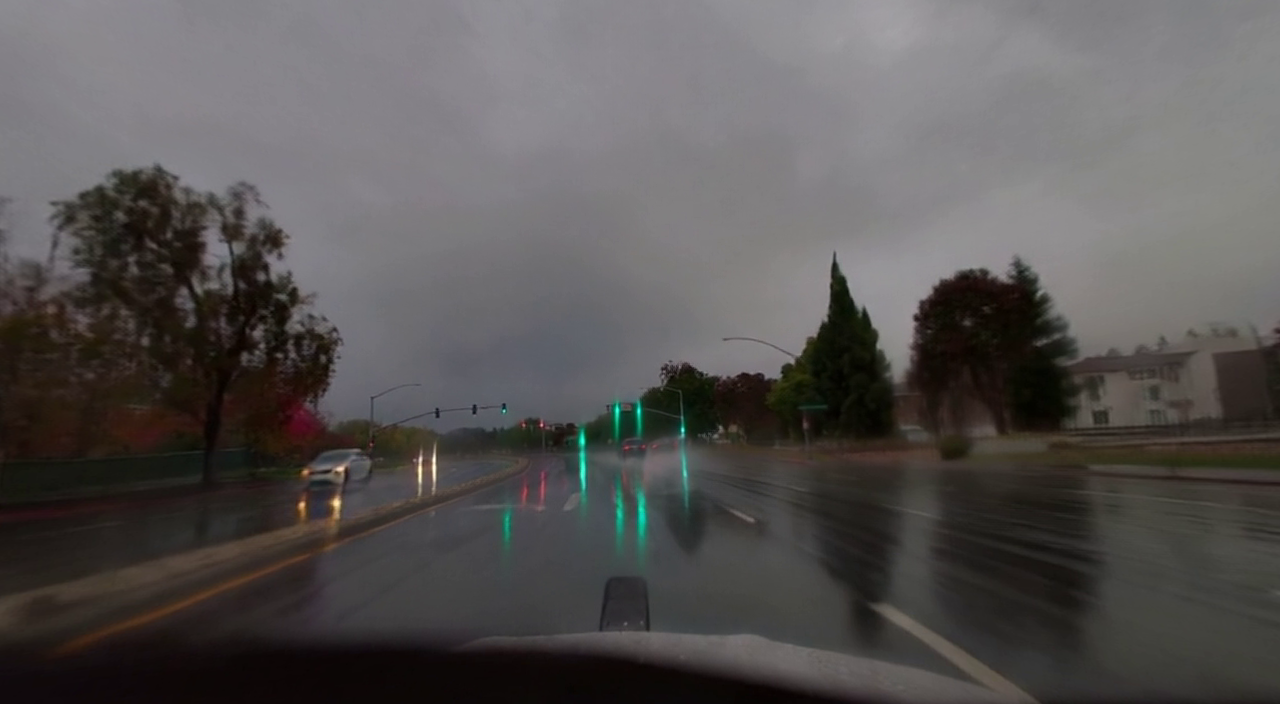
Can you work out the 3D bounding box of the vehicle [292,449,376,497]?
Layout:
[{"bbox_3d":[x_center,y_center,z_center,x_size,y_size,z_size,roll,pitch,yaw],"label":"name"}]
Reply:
[{"bbox_3d":[-14.258,5.603,29.657,2.124,1.844,4.520,-4,-8,-6],"label":"vehicle"}]
